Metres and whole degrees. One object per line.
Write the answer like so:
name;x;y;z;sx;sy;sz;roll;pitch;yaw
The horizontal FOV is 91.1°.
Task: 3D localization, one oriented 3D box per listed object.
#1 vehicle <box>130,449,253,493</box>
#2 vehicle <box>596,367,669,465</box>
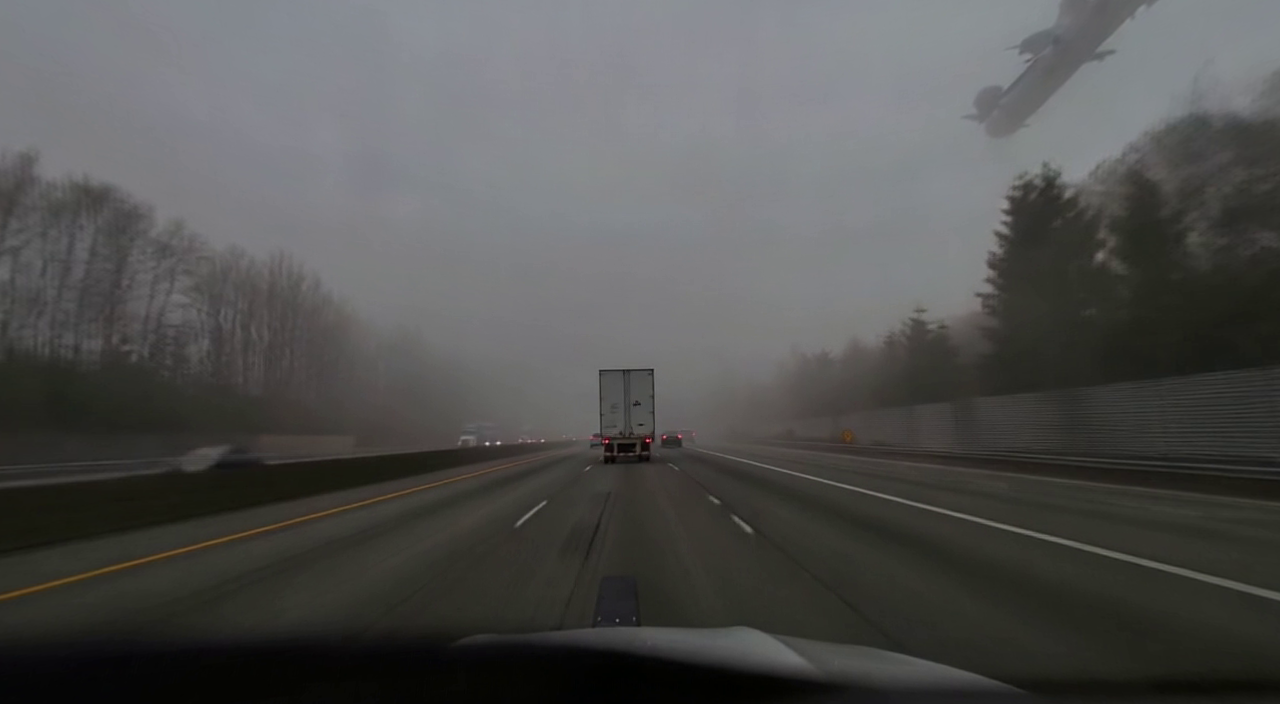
vehicle;-17.737;4.695;25.156;1.841;1.474;4.148;0;-8;0
vehicle;-0.338;3.680;33.938;2.965;3.972;16.689;0;-8;0
